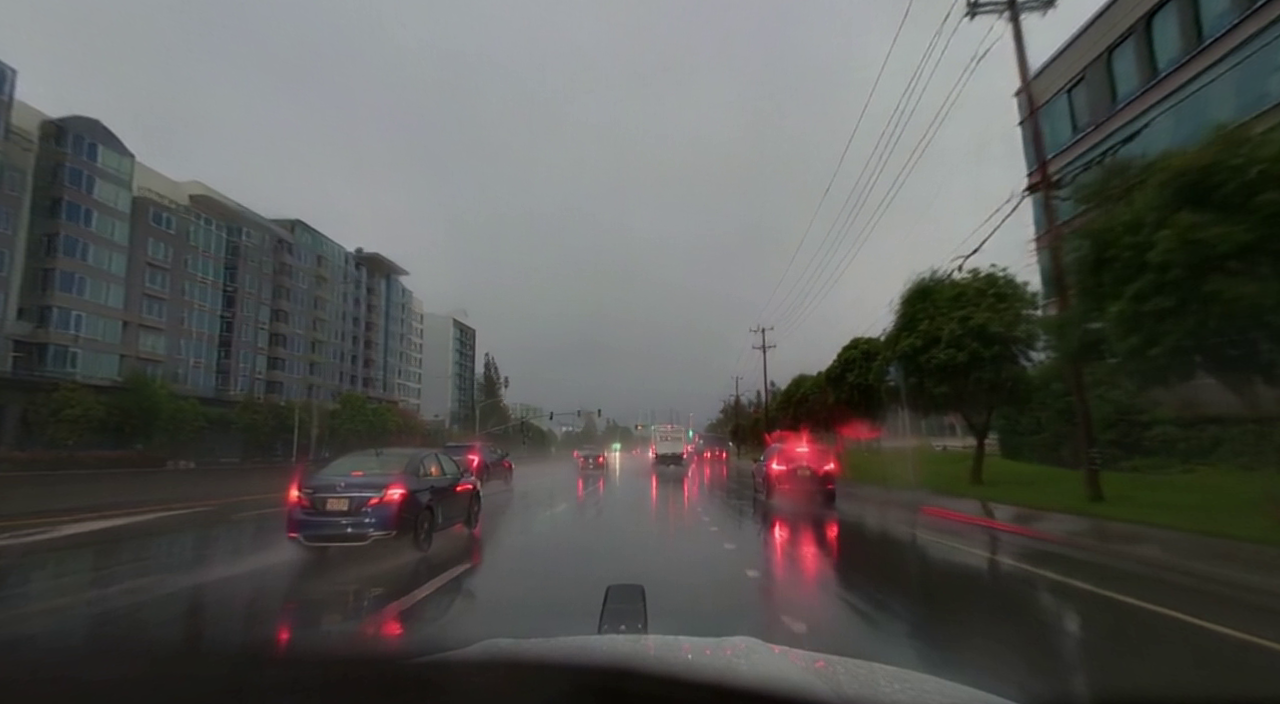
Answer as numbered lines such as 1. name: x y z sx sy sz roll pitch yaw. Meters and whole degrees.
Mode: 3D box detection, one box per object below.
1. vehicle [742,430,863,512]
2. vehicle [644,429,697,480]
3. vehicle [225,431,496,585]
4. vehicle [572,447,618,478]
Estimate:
1. vehicle: 4.237 3.188 17.263 2.283 1.923 4.427 0 -9 2
2. vehicle: 1.713 5.353 32.997 2.457 2.440 5.486 -1 -9 6
3. vehicle: -3.465 1.974 8.725 1.934 1.643 3.718 0 -9 2
4. vehicle: -2.463 6.135 35.166 1.984 1.567 4.311 0 -9 4
